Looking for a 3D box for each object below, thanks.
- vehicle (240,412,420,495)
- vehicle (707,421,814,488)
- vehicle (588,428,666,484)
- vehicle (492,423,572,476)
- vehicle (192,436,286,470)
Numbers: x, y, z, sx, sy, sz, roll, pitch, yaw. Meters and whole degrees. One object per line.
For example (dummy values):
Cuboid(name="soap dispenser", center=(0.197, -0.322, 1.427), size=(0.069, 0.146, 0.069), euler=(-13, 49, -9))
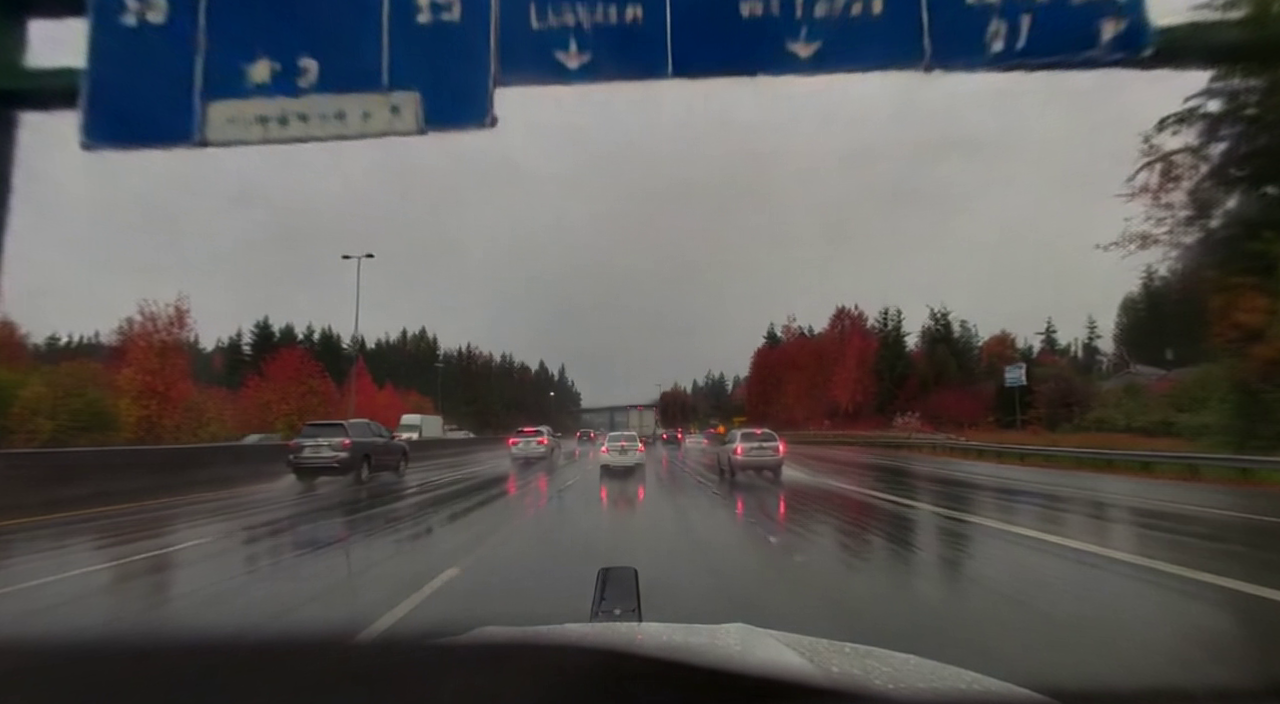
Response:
Cuboid(name="vehicle", center=(-7.534, 2.521, 15.979), size=(2.117, 1.779, 4.745), euler=(0, -8, 0))
Cuboid(name="vehicle", center=(3.258, 2.859, 17.944), size=(2.095, 1.650, 4.331), euler=(0, -8, -1))
Cuboid(name="vehicle", center=(-0.341, 3.106, 19.246), size=(2.111, 1.494, 4.364), euler=(0, -8, 0))
Cuboid(name="vehicle", center=(-3.710, 3.428, 22.418), size=(2.064, 1.672, 4.277), euler=(0, -8, 1))
Cuboid(name="vehicle", center=(-19.283, 4.845, 30.458), size=(1.860, 1.489, 4.128), euler=(0, -8, 0))
